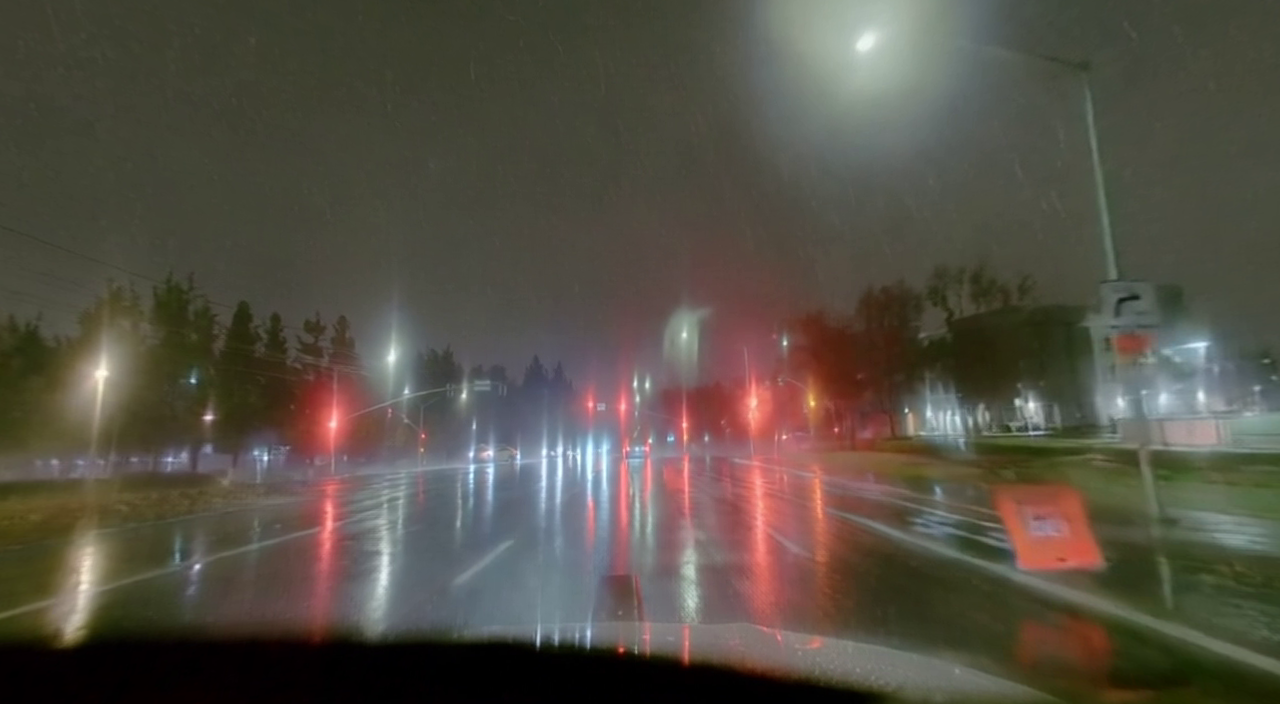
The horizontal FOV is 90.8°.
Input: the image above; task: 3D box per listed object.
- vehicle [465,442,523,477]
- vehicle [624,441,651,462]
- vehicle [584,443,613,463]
[{"bbox_3d":[-7.002,5.182,30.675,1.869,1.570,4.064,0,-9,-1],"label":"vehicle"},{"bbox_3d":[-0.155,7.633,48.684,1.985,1.521,3.968,0,-9,0],"label":"vehicle"},{"bbox_3d":[-3.243,7.900,49.577,1.946,1.437,4.154,0,-9,1],"label":"vehicle"}]
